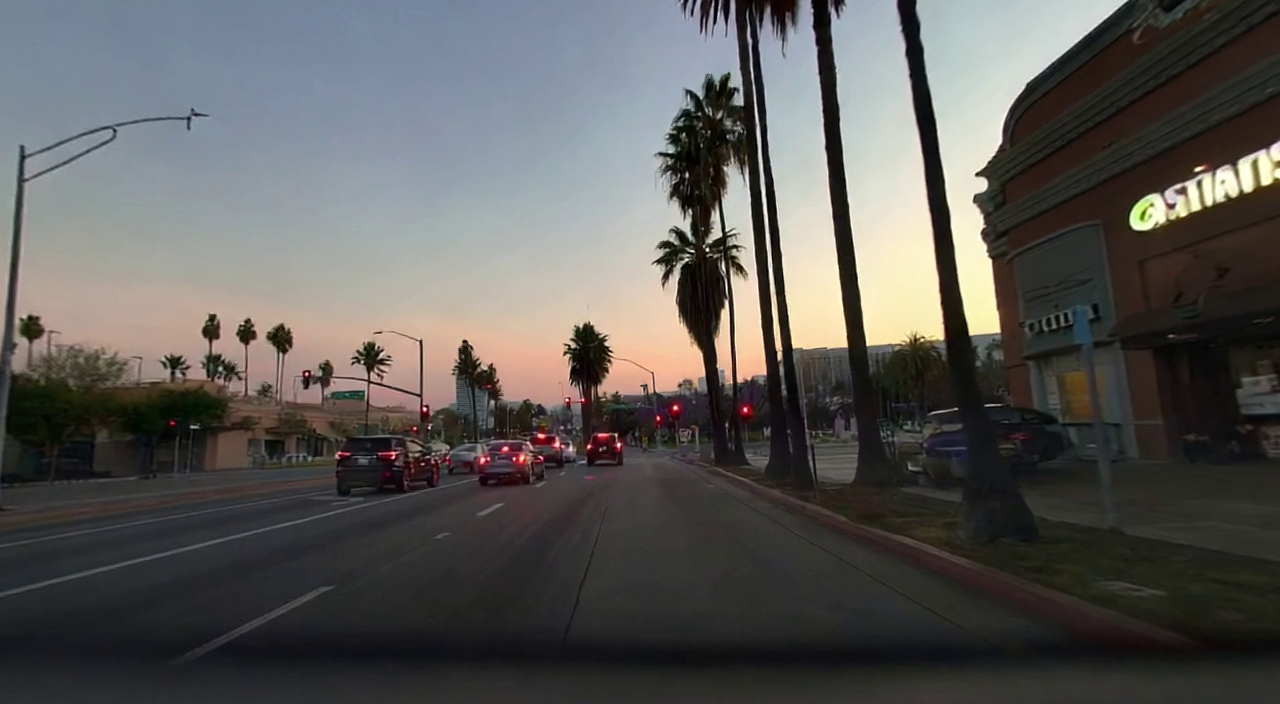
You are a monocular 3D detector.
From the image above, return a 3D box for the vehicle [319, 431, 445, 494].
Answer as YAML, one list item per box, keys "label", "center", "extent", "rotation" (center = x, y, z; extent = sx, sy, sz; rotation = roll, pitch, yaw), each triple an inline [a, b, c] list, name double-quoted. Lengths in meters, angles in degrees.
- label: "vehicle"
  center: [-8.490, 3.676, 21.394]
  extent: [2.178, 1.864, 5.005]
  rotation: [0, -9, -1]

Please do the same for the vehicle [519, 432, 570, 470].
- label: "vehicle"
  center: [-5.086, 5.362, 34.256]
  extent: [2.025, 1.862, 4.804]
  rotation: [0, -9, 0]

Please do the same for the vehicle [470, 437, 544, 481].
- label: "vehicle"
  center: [-5.106, 4.176, 24.936]
  extent: [1.885, 1.567, 4.775]
  rotation: [0, -9, 0]

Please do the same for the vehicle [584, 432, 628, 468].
- label: "vehicle"
  center: [-1.750, 5.245, 33.833]
  extent: [2.153, 1.759, 4.320]
  rotation: [0, -9, -1]

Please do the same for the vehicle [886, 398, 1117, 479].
- label: "vehicle"
  center: [9.504, 2.327, 16.966]
  extent: [4.774, 1.975, 2.245]
  rotation: [0, -9, -2]
